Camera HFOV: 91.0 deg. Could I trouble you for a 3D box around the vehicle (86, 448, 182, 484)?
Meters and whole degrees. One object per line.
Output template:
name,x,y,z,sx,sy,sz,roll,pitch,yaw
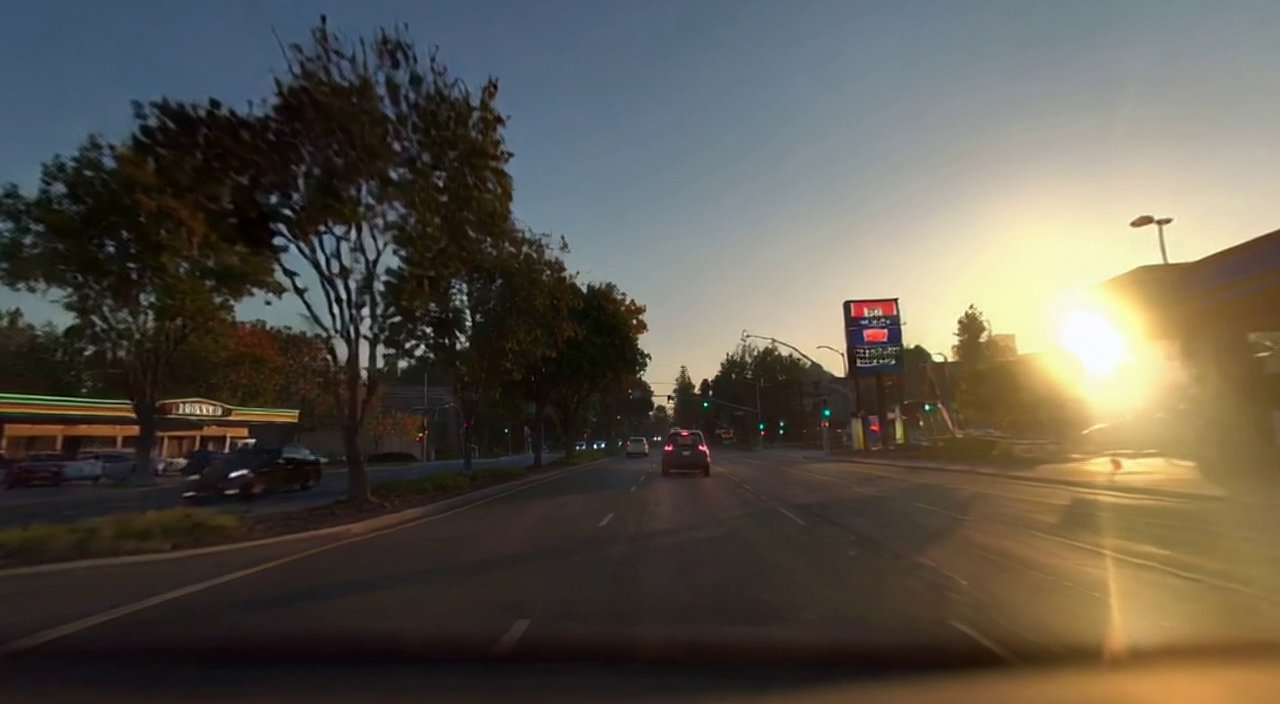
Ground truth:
vehicle,-26.205,5.839,32.584,4.428,1.708,1.952,-4,-9,25

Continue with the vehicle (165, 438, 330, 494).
vehicle,-11.831,3.435,19.431,1.911,1.489,4.423,-1,-8,6

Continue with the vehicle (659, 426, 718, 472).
vehicle,1.923,3.988,26.060,2.213,1.715,4.242,0,-8,2
